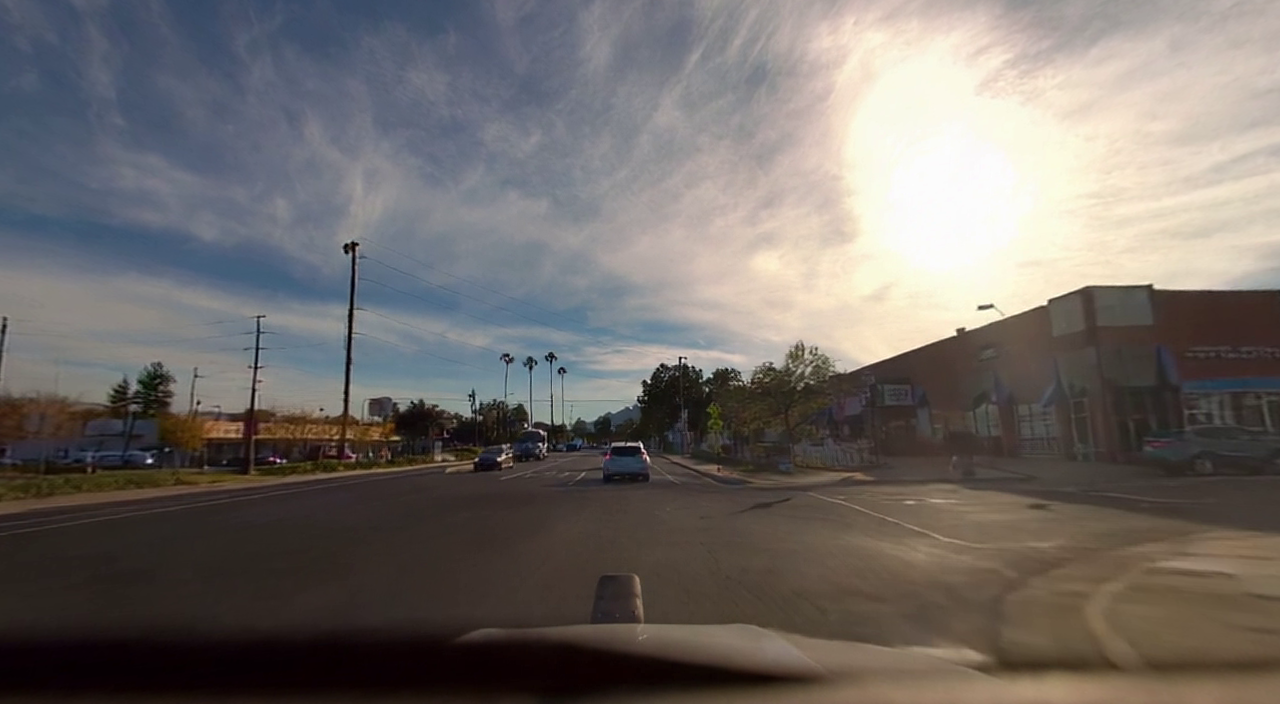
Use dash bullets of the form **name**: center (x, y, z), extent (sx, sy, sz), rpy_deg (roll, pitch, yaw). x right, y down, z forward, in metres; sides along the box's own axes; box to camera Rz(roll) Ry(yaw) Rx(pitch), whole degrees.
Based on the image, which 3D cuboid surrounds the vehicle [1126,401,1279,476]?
- **vehicle**: center (18.592, 2.705, 19.791), extent (4.747, 2.178, 2.336), rpy_deg (0, -9, -3)

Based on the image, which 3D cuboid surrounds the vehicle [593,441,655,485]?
- **vehicle**: center (-0.573, 4.077, 23.526), extent (2.076, 1.486, 4.119), rpy_deg (0, -8, -1)
